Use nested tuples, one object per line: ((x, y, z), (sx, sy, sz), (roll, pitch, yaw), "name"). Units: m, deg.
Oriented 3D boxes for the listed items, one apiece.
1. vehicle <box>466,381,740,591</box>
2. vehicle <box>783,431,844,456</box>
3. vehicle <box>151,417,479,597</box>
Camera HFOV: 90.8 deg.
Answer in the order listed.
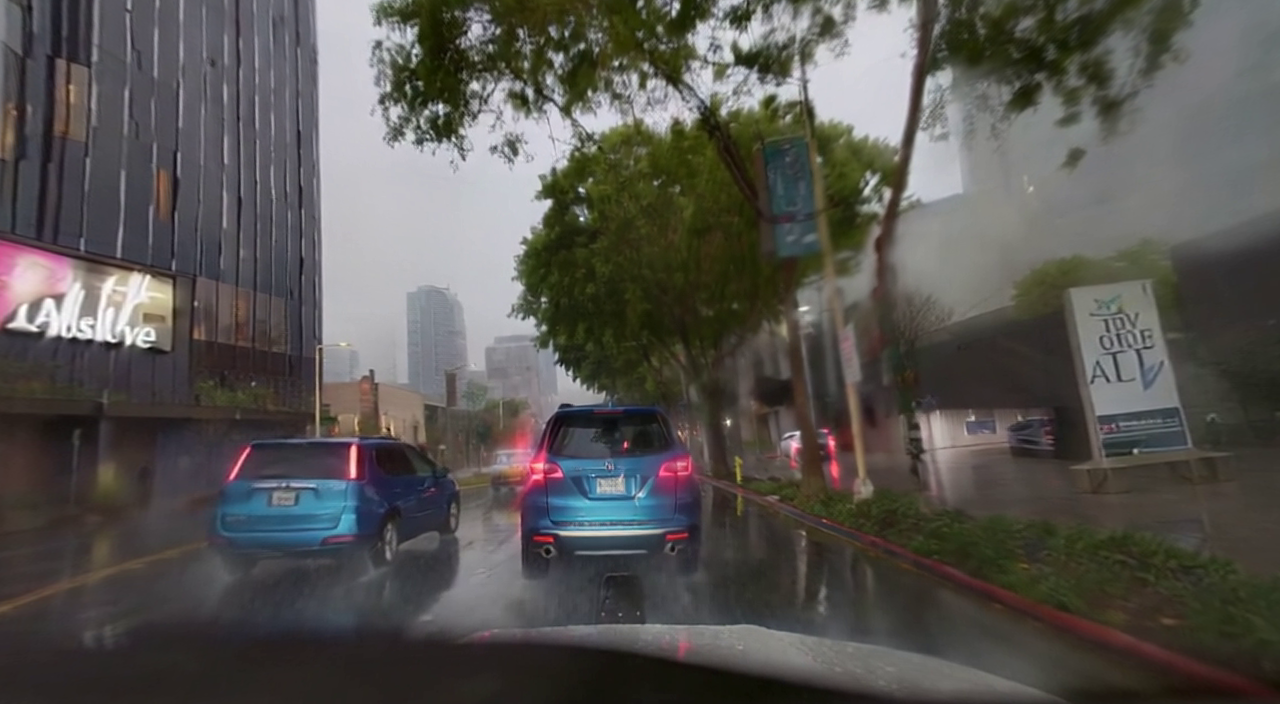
((-0.414, 1.559, 8.146), (2.531, 1.930, 4.382), (0, -8, -2), "vehicle")
((10.551, 5.519, 38.261), (1.877, 1.416, 3.965), (-8, -11, 42), "vehicle")
((-3.620, 1.779, 8.211), (1.971, 1.658, 4.428), (0, -8, -1), "vehicle")
